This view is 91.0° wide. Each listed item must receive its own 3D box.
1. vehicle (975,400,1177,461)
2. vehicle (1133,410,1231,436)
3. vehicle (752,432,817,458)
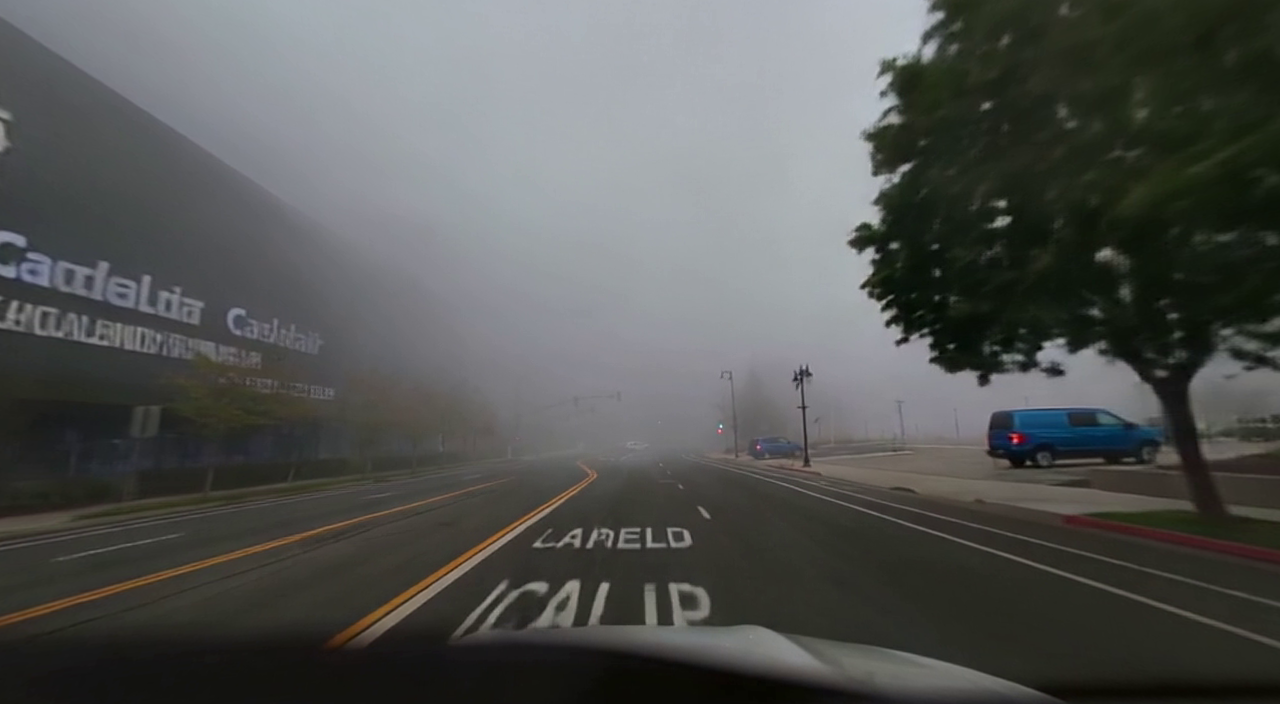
[{"bbox_3d":[15.812,2.915,23.134,5.546,2.117,2.443,0,-8,0],"label":"vehicle"},{"bbox_3d":[36.156,4.787,42.097,1.947,1.592,4.418,4,-9,-24],"label":"vehicle"},{"bbox_3d":[10.950,7.022,47.531,4.635,1.821,2.087,6,-10,-33],"label":"vehicle"}]
